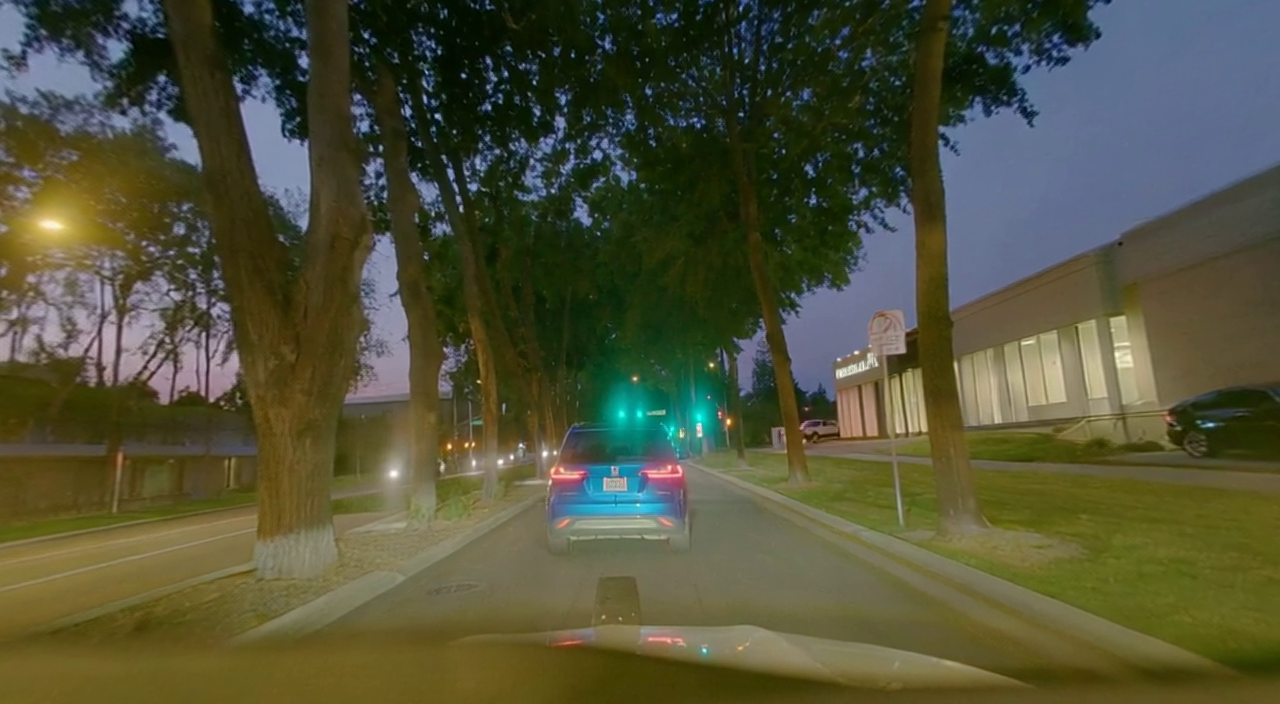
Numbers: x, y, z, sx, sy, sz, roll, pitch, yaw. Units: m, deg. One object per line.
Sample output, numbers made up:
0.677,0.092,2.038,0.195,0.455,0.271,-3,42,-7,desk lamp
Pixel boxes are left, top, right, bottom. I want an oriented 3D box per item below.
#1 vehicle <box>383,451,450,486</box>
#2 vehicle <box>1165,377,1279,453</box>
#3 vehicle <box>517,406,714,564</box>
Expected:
-12.244,6.368,34.904,1.971,1.718,4.539,0,-8,1,vehicle
13.893,1.318,13.051,4.270,1.486,2.042,-5,-10,29,vehicle
-0.254,1.748,8.917,2.136,1.703,3.910,0,-8,0,vehicle
